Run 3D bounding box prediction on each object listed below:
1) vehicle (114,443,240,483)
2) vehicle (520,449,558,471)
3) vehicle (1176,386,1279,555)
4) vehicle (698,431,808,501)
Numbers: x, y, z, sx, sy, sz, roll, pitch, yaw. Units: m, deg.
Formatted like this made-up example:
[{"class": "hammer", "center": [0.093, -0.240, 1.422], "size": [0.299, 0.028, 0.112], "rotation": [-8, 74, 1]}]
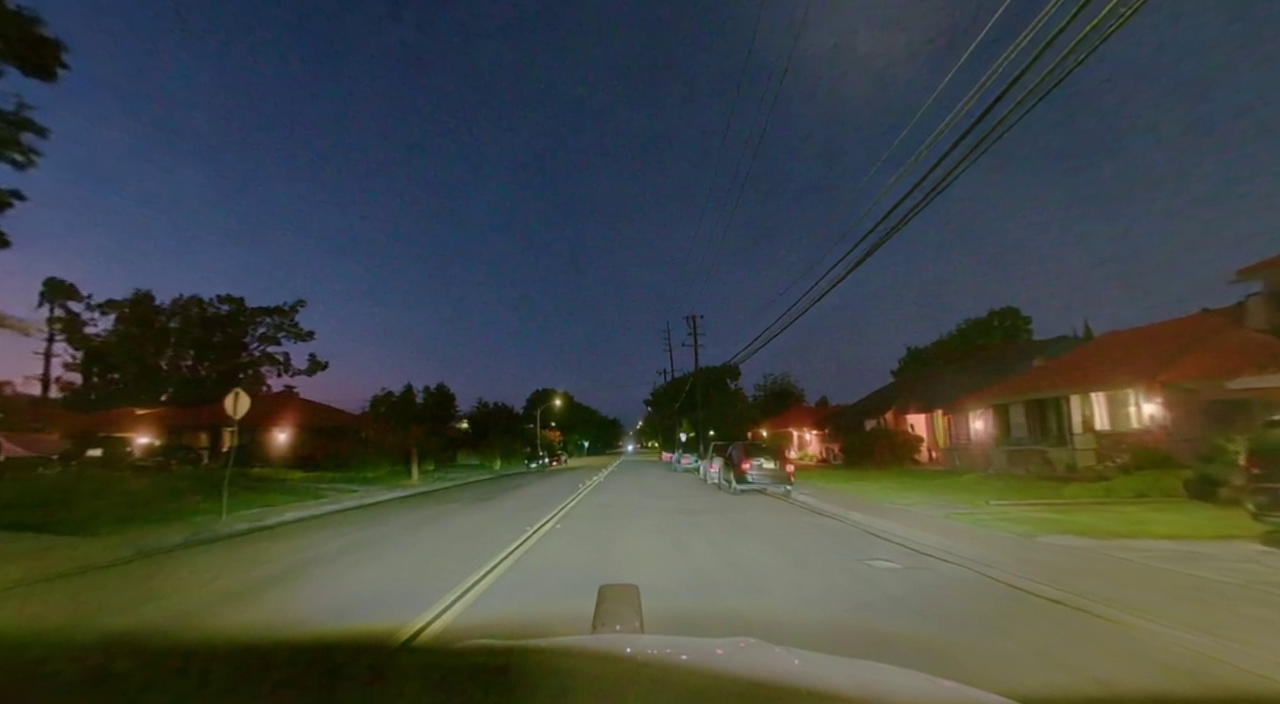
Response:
[{"class": "vehicle", "center": [-22.151, 5.315, 30.548], "size": [2.139, 1.746, 5.099], "rotation": [0, -9, 1]}, {"class": "vehicle", "center": [-7.460, 8.050, 47.193], "size": [1.956, 1.515, 4.607], "rotation": [-1, -9, 1]}, {"class": "vehicle", "center": [9.535, 1.284, 6.951], "size": [5.490, 1.774, 1.867], "rotation": [0, -9, 0]}, {"class": "vehicle", "center": [3.284, 3.448, 19.603], "size": [2.114, 1.858, 5.144], "rotation": [0, -9, -4]}]
